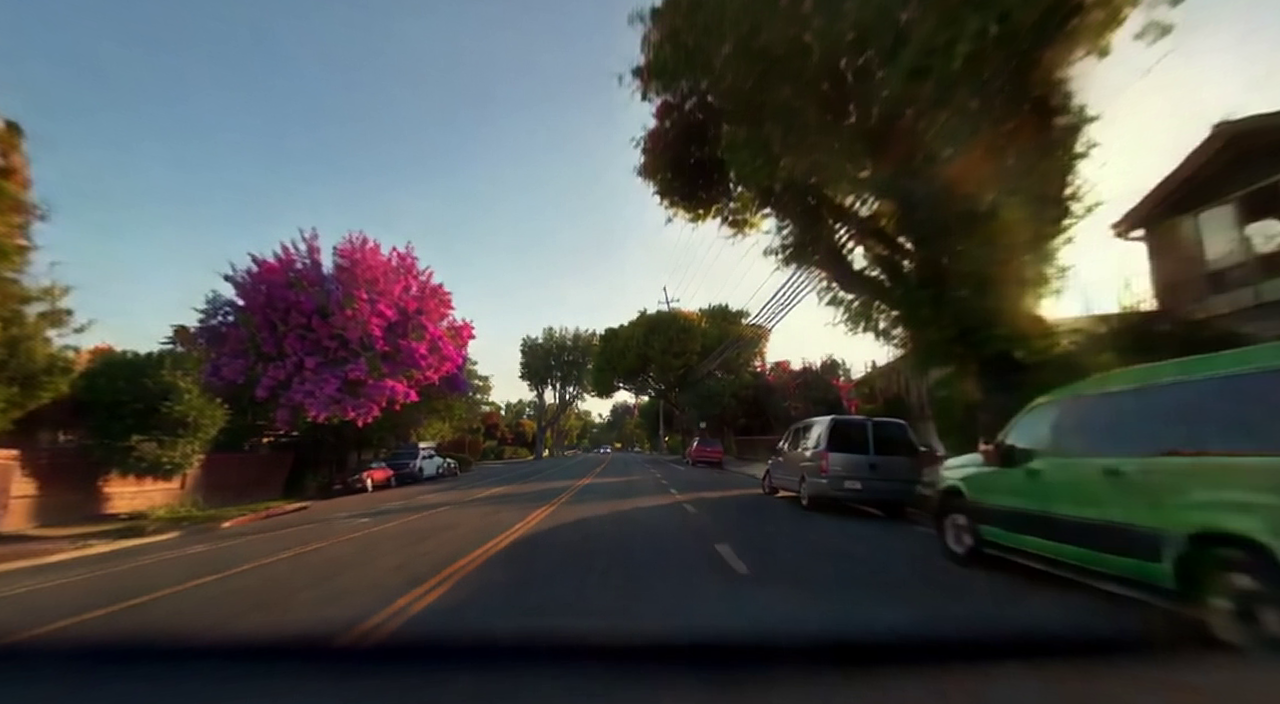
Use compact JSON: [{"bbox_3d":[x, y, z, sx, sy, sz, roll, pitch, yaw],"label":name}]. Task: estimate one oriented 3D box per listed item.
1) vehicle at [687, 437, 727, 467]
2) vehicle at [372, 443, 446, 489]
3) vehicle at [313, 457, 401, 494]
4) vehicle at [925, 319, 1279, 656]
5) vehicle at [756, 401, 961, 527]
[{"bbox_3d":[4.741,7.135,45.311,2.238,1.995,5.491,0,-9,0],"label":"vehicle"},{"bbox_3d":[-13.529,6.644,37.413,2.331,2.265,5.888,-2,-7,-1],"label":"vehicle"},{"bbox_3d":[-13.544,5.900,30.590,2.041,1.573,4.575,0,-9,1],"label":"vehicle"},{"bbox_3d":[5.246,1.110,5.620,2.335,2.193,5.656,1,-9,-5],"label":"vehicle"},{"bbox_3d":[4.552,2.539,14.901,2.578,2.248,7.011,-1,-9,2],"label":"vehicle"}]
